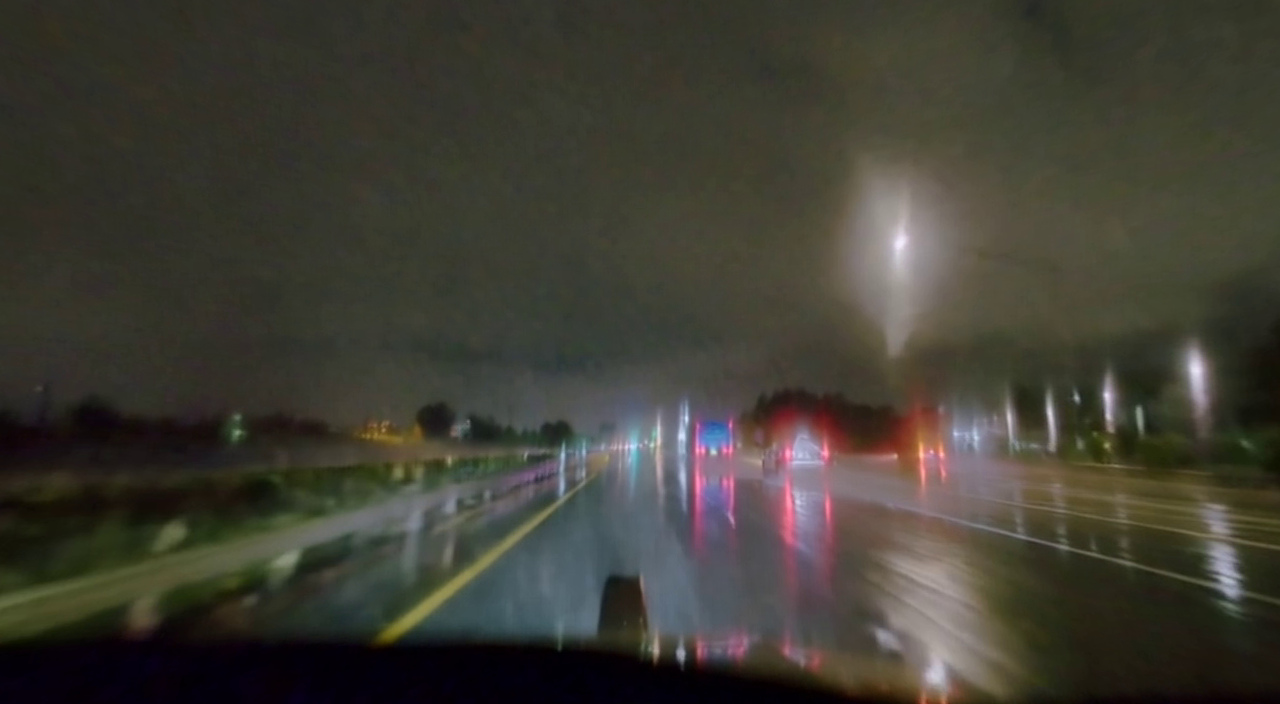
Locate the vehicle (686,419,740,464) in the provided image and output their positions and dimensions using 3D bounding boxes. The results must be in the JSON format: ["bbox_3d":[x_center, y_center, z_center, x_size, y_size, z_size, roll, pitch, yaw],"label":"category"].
[{"bbox_3d":[4.360,5.523,38.785,2.430,2.495,6.062,0,-8,-1],"label":"vehicle"}]
